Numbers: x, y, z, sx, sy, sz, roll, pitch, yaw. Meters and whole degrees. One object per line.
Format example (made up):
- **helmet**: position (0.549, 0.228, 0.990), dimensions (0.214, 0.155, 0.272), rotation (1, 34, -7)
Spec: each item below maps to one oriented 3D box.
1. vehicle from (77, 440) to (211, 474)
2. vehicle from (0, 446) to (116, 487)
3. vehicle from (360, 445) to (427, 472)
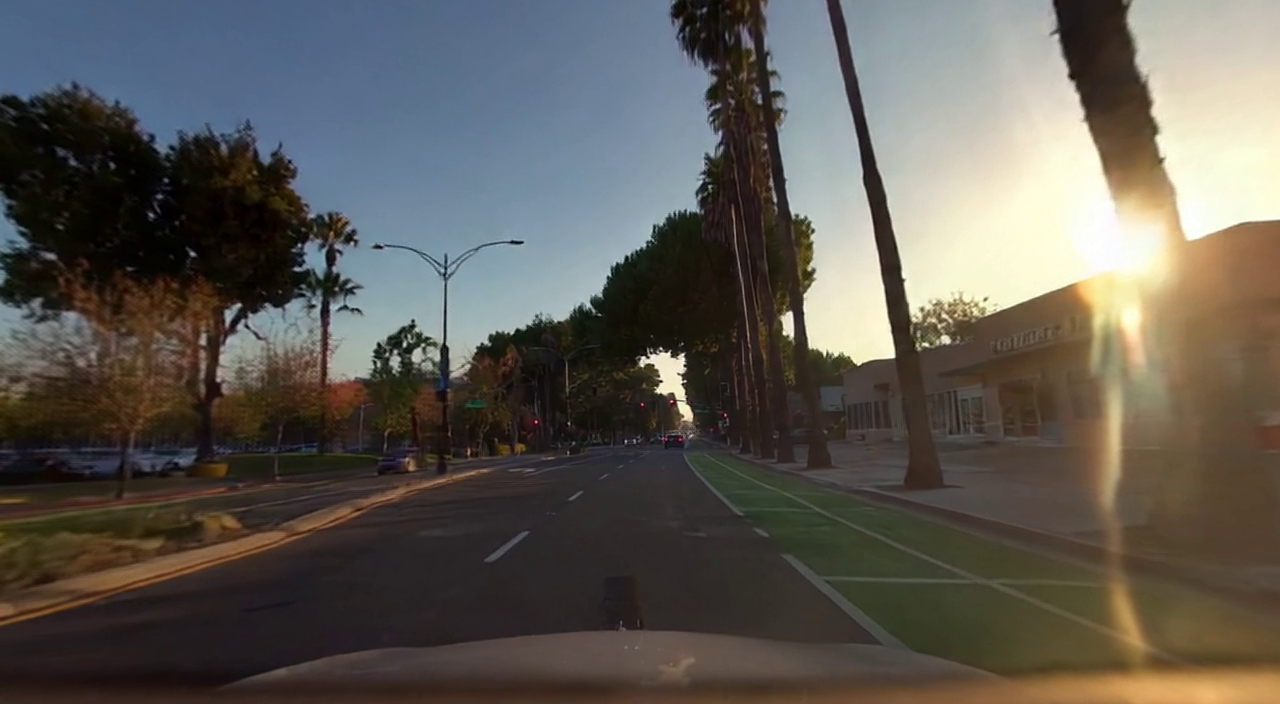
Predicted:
- **vehicle**: position (-29.150, 6.189, 37.269), dimensions (5.940, 1.904, 2.360), rotation (-1, -8, 2)
- **vehicle**: position (-29.548, 5.738, 31.866), dimensions (4.220, 1.953, 2.187), rotation (-1, -8, 3)
- **vehicle**: position (-17.071, 7.378, 44.066), dimensions (2.178, 1.779, 5.406), rotation (-1, -8, 4)
